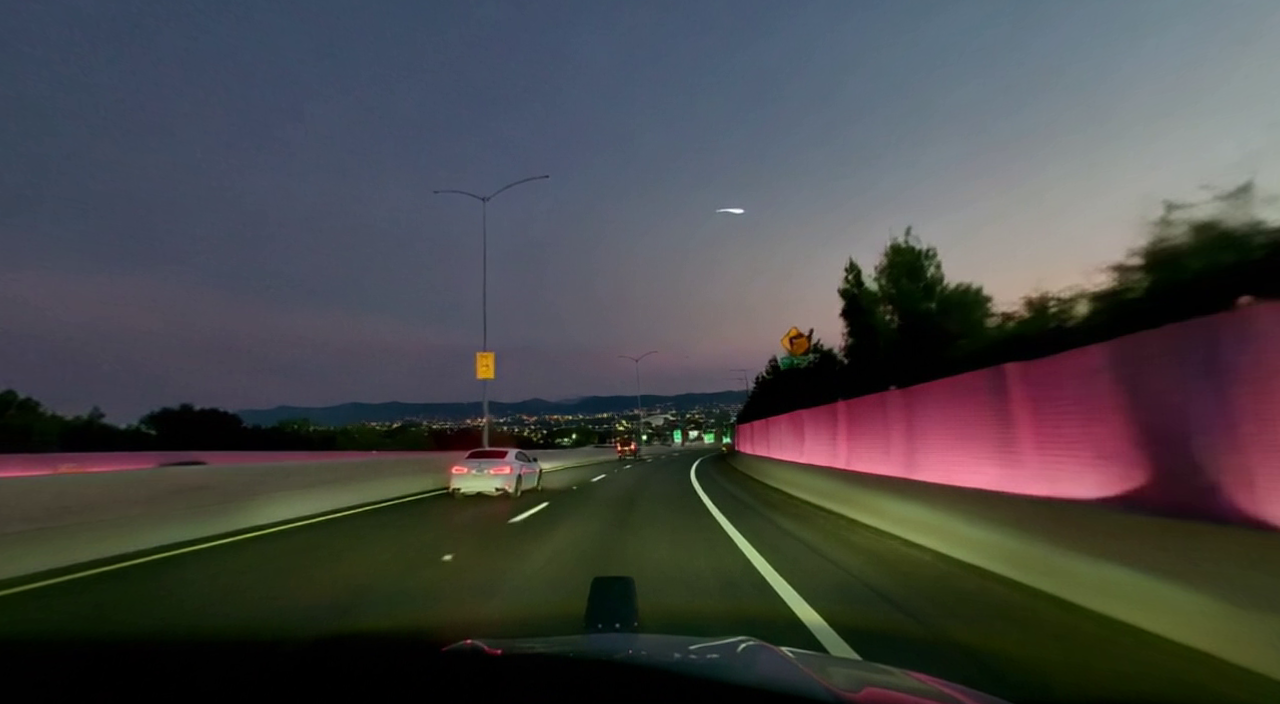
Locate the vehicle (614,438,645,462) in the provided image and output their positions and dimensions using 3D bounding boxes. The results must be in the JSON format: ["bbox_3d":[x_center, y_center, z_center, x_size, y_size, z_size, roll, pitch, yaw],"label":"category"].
[{"bbox_3d":[-0.750,7.384,47.551,1.833,1.697,3.984,-1,-9,7],"label":"vehicle"}]

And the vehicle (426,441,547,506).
[{"bbox_3d":[-3.654,2.968,15.862,1.746,1.405,4.339,-1,-9,3],"label":"vehicle"}]
